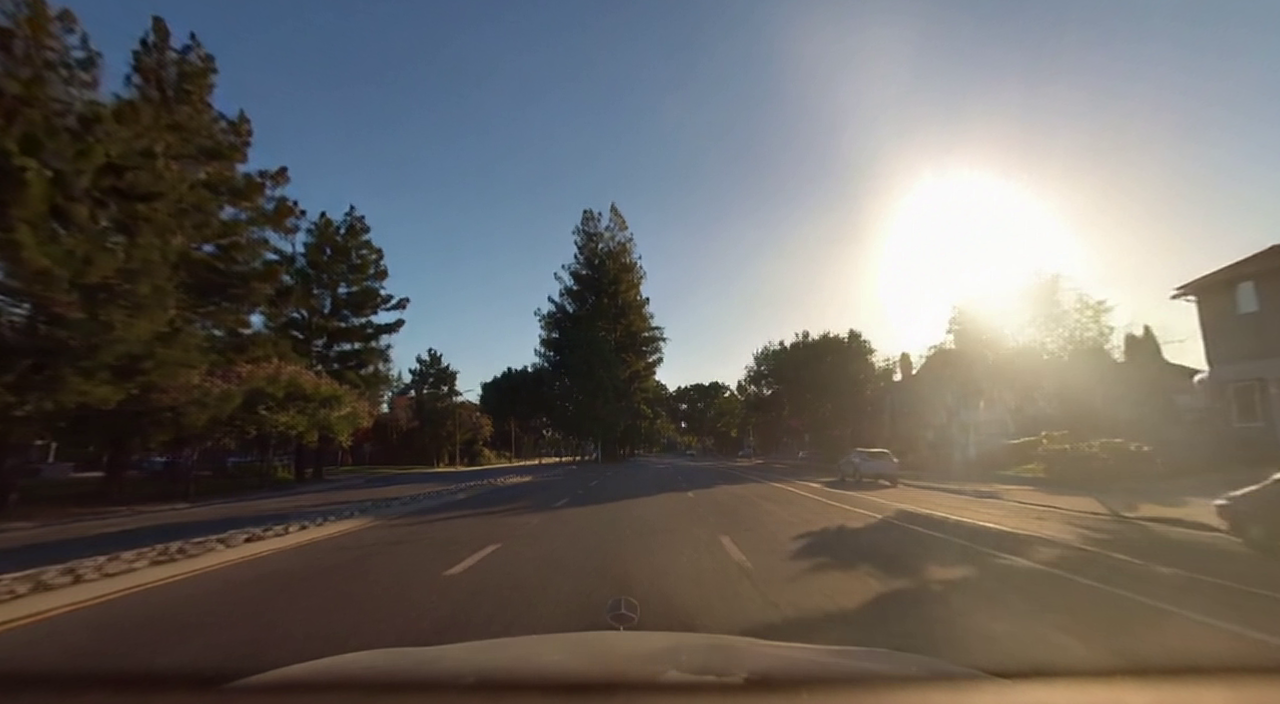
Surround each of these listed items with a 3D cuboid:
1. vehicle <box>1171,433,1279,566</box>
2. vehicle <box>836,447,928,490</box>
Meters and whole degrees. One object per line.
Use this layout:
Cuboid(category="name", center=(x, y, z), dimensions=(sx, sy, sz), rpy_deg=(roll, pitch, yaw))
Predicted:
Cuboid(category="vehicle", center=(9.356, 1.812, 7.584), dimensions=(1.990, 1.728, 4.597), rpy_deg=(-1, -9, 1))
Cuboid(category="vehicle", center=(9.766, 4.729, 25.913), dimensions=(2.076, 1.547, 4.398), rpy_deg=(-1, -9, 1))
